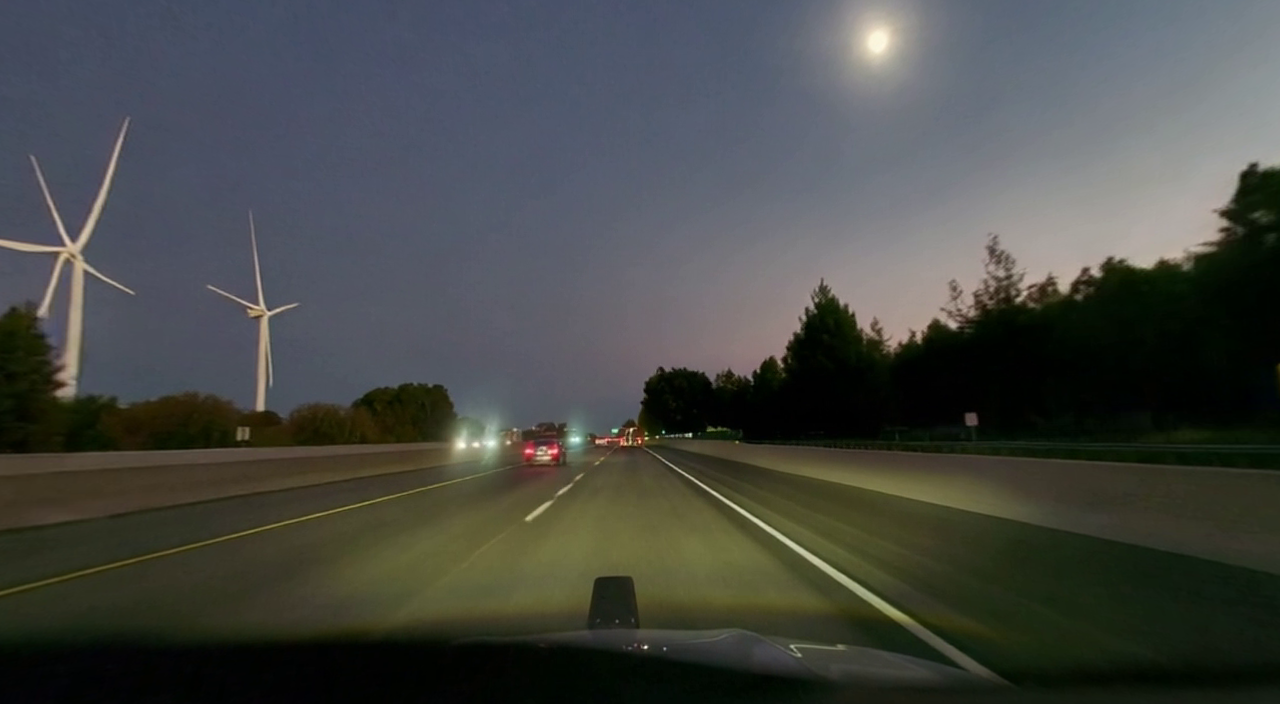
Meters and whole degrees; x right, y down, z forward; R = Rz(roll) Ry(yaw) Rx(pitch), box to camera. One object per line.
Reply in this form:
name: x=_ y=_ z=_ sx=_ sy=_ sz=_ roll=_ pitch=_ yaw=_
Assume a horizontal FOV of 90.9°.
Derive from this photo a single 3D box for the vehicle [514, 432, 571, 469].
vehicle: x=-4.266 y=4.376 z=28.141 sx=1.950 sy=1.511 sz=3.965 roll=0 pitch=-8 yaw=0
